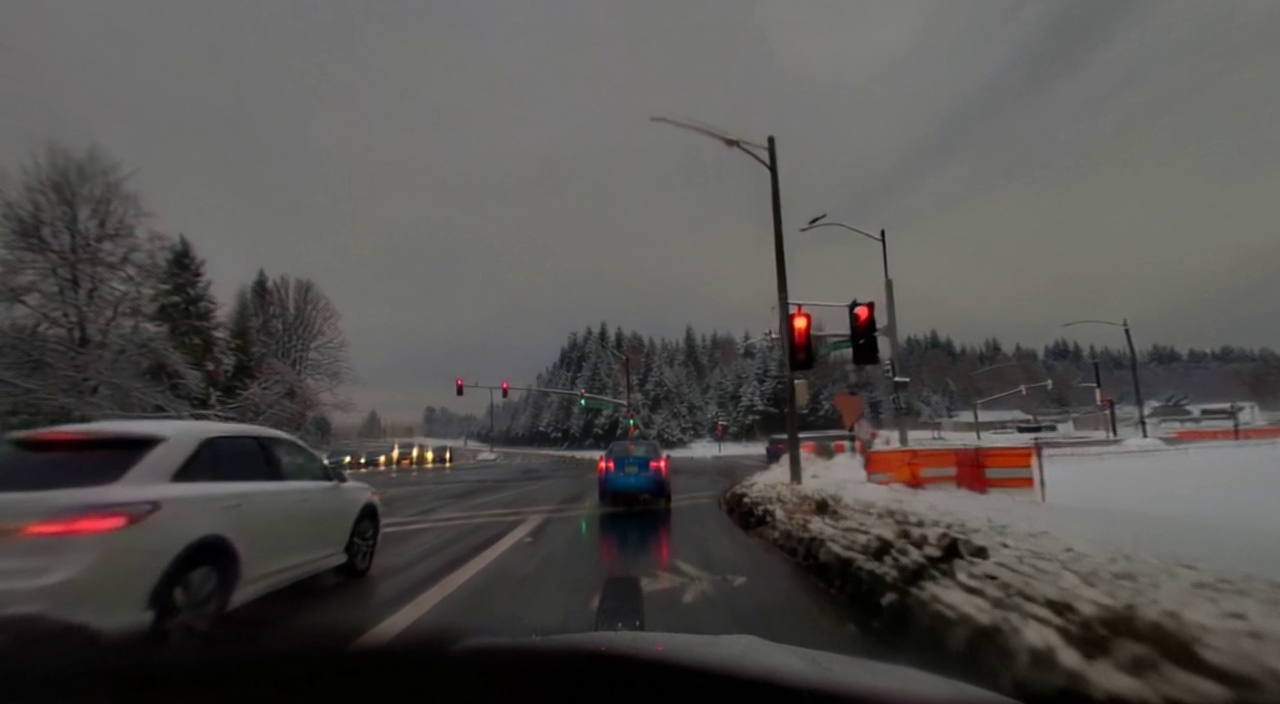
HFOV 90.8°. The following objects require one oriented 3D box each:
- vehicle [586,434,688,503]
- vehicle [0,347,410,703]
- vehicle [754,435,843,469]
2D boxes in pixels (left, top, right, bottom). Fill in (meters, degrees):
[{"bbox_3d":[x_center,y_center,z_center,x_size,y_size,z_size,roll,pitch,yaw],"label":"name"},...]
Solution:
[{"bbox_3d":[0.080,2.905,16.142,2.183,1.506,4.286,-1,-9,5],"label":"vehicle"},{"bbox_3d":[-4.065,1.267,5.488,2.240,1.844,5.043,0,-9,0],"label":"vehicle"},{"bbox_3d":[7.617,4.752,30.175,4.467,1.477,1.873,7,-11,-41],"label":"vehicle"}]
